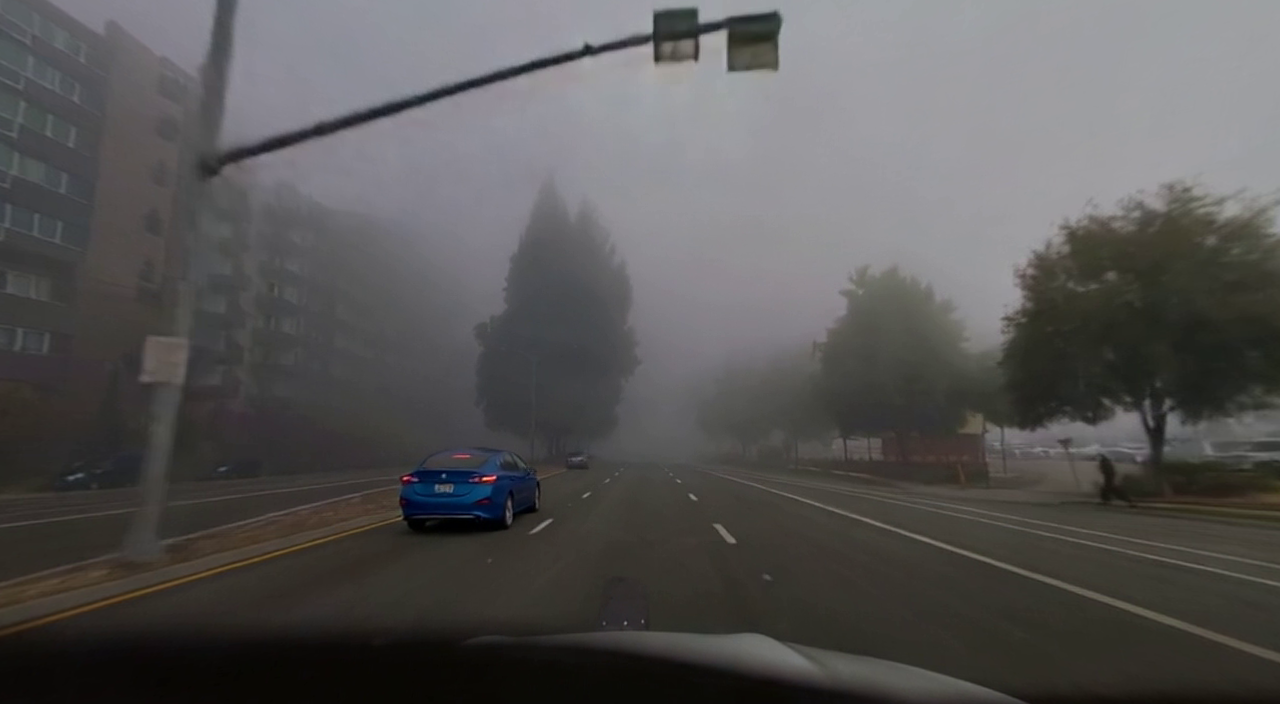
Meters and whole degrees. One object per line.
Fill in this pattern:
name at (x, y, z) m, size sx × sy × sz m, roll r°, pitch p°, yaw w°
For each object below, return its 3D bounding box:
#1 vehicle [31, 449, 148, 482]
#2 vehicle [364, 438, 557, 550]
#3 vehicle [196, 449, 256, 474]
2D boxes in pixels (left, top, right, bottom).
vehicle at (-28.269, 5.812, 32.598) m, size 1.857 × 1.539 × 4.760 m, roll 0°, pitch -8°, yaw -2°
vehicle at (-2.869, 2.360, 11.288) m, size 2.009 × 1.489 × 4.543 m, roll -3°, pitch -8°, yaw 2°
vehicle at (-27.667, 7.294, 42.331) m, size 1.940 × 1.531 × 5.040 m, roll 2°, pitch -9°, yaw -17°
